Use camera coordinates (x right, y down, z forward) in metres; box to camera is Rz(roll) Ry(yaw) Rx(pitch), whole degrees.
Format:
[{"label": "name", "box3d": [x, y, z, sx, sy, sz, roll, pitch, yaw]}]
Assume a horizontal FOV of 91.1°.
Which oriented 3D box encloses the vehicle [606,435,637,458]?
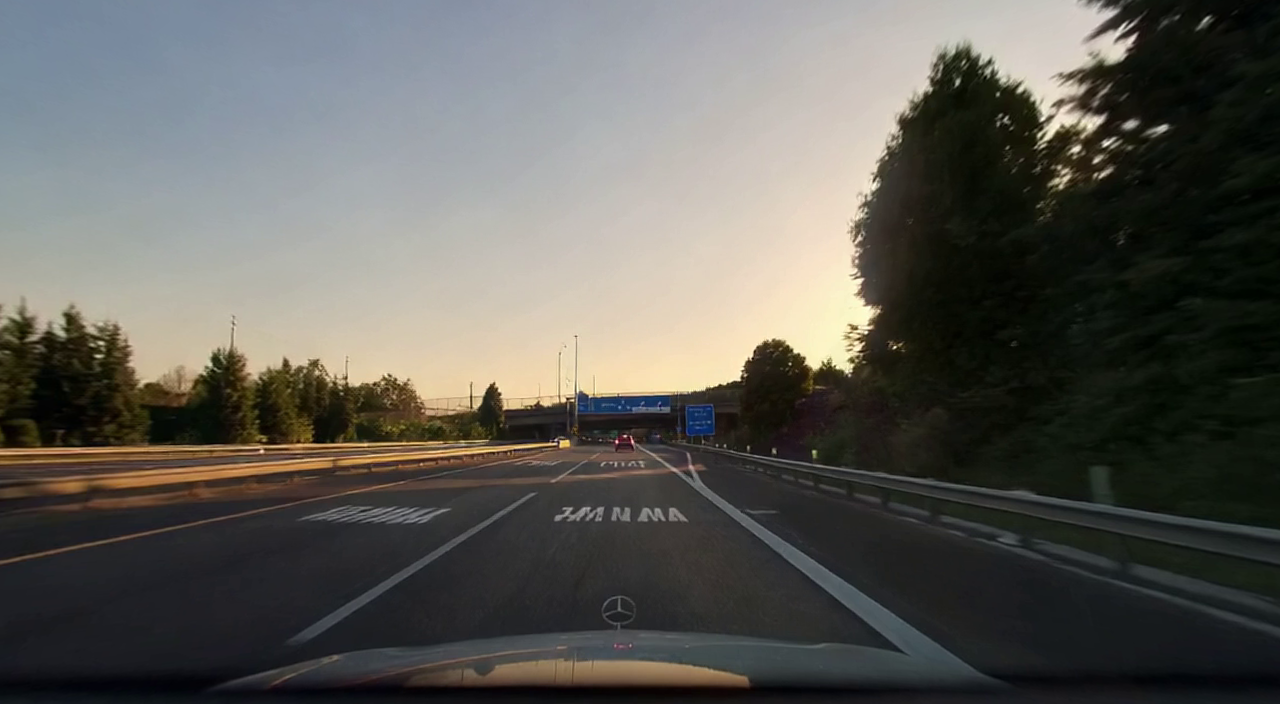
[{"label": "vehicle", "box3d": [-1.272, 6.482, 43.336, 2.025, 1.519, 3.924, 0, -8, -1]}]
